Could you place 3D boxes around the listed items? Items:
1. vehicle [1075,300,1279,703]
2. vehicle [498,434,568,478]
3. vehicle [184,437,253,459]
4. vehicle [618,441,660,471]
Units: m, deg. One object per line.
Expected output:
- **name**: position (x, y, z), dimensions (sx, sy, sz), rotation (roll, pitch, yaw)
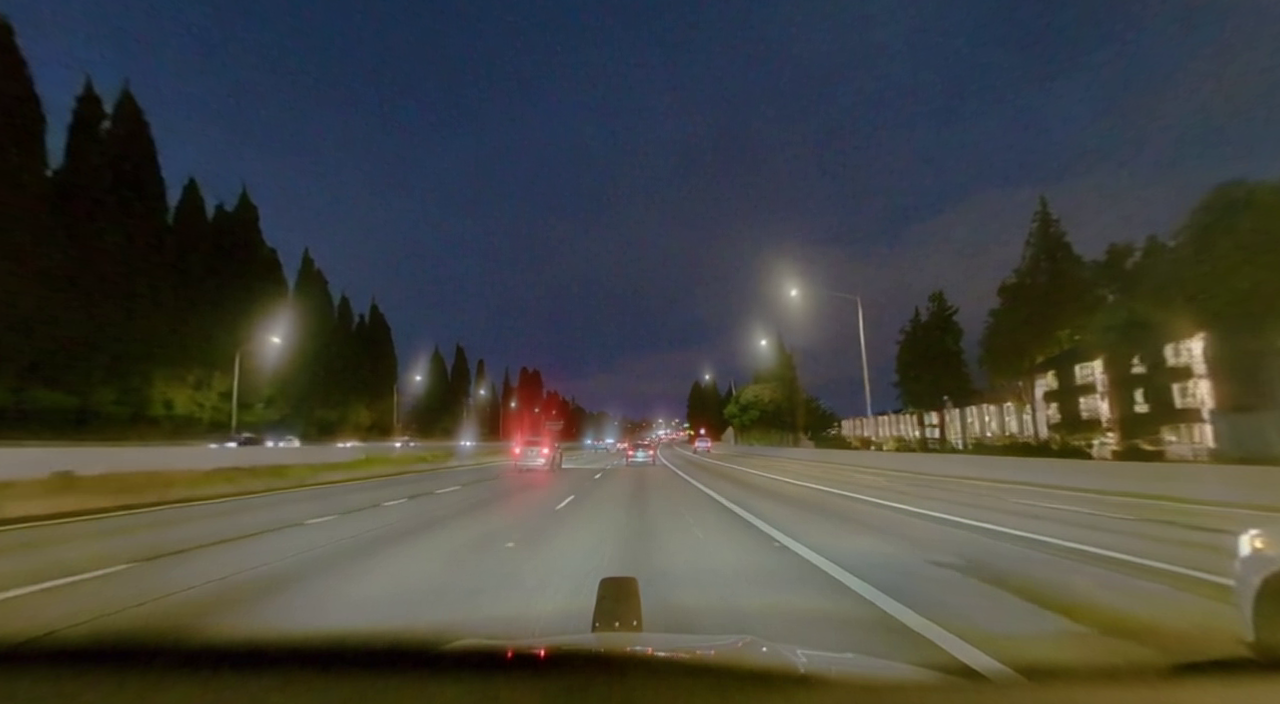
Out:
- **vehicle**: position (3.640, 0.505, 0.772), dimensions (2.463, 1.851, 5.122), rotation (0, -9, -1)
- **vehicle**: position (-4.440, 4.413, 27.027), dimensions (2.260, 1.706, 4.177), rotation (0, -9, 0)
- **vehicle**: position (-32.681, 7.463, 49.225), dimensions (1.969, 1.644, 4.969), rotation (1, -9, -1)
- **vehicle**: position (-0.084, 5.601, 34.272), dimensions (2.146, 1.485, 4.332), rotation (0, -9, -1)
